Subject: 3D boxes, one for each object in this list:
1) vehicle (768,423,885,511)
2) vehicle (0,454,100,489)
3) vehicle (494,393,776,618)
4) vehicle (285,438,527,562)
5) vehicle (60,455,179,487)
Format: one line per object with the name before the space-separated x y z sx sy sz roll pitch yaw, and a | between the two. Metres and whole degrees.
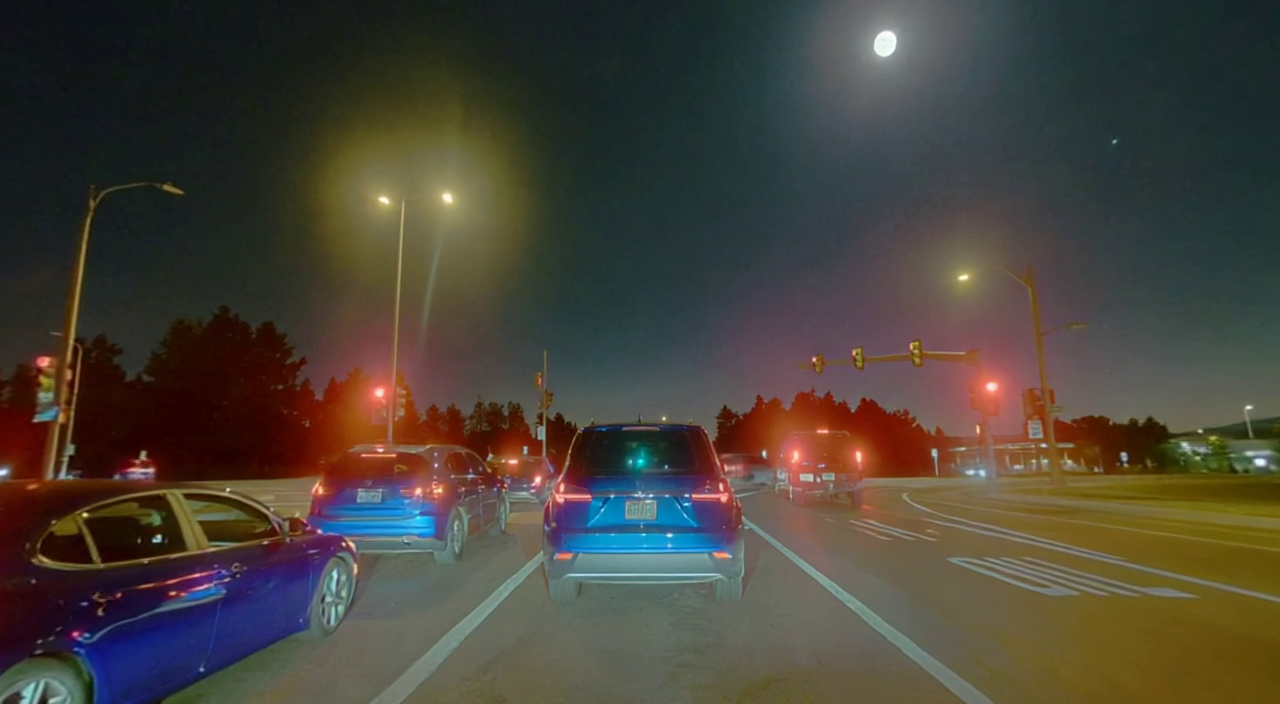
vehicle | 4.804 3.002 16.932 2.084 2.053 4.073 -1 -8 4
vehicle | -27.058 5.278 27.956 4.198 1.444 1.765 2 -9 -15
vehicle | -0.036 1.524 7.180 2.203 1.757 4.286 0 -8 0
vehicle | -3.199 2.092 9.766 1.913 1.453 4.413 0 -8 2
vehicle | -25.985 5.948 31.601 4.140 1.444 1.742 2 -9 -15
